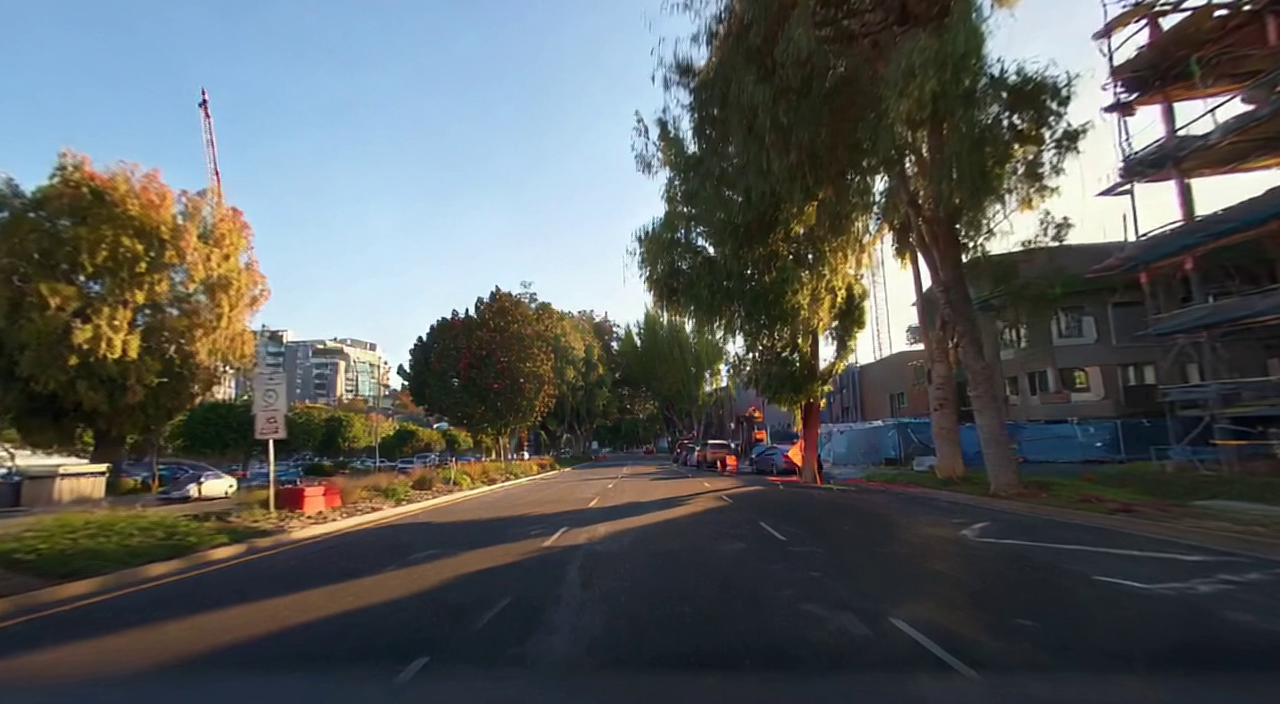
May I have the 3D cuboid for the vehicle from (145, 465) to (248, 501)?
[{"bbox_3d":[-21.669,6.391,31.045,1.847,1.445,4.441,0,-9,0],"label":"vehicle"}]

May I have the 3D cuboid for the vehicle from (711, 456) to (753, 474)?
[{"bbox_3d":[4.941,6.076,34.005,1.973,0.903,2.151,-1,-9,2],"label":"vehicle"}]

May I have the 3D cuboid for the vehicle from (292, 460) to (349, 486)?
[{"bbox_3d":[-21.891,8.268,43.418,1.832,1.583,4.083,0,-9,-1],"label":"vehicle"}]

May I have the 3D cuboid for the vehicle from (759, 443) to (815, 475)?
[{"bbox_3d":[7.455,5.458,32.371,1.933,1.483,4.330,0,-9,1],"label":"vehicle"}]

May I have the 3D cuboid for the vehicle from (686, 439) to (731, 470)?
[{"bbox_3d":[4.216,6.435,39.753,2.050,1.832,4.794,0,-9,-3],"label":"vehicle"}]

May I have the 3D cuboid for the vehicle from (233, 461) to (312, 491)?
[{"bbox_3d":[-21.623,7.301,37.328,1.900,1.490,4.775,0,-9,-1],"label":"vehicle"}]
